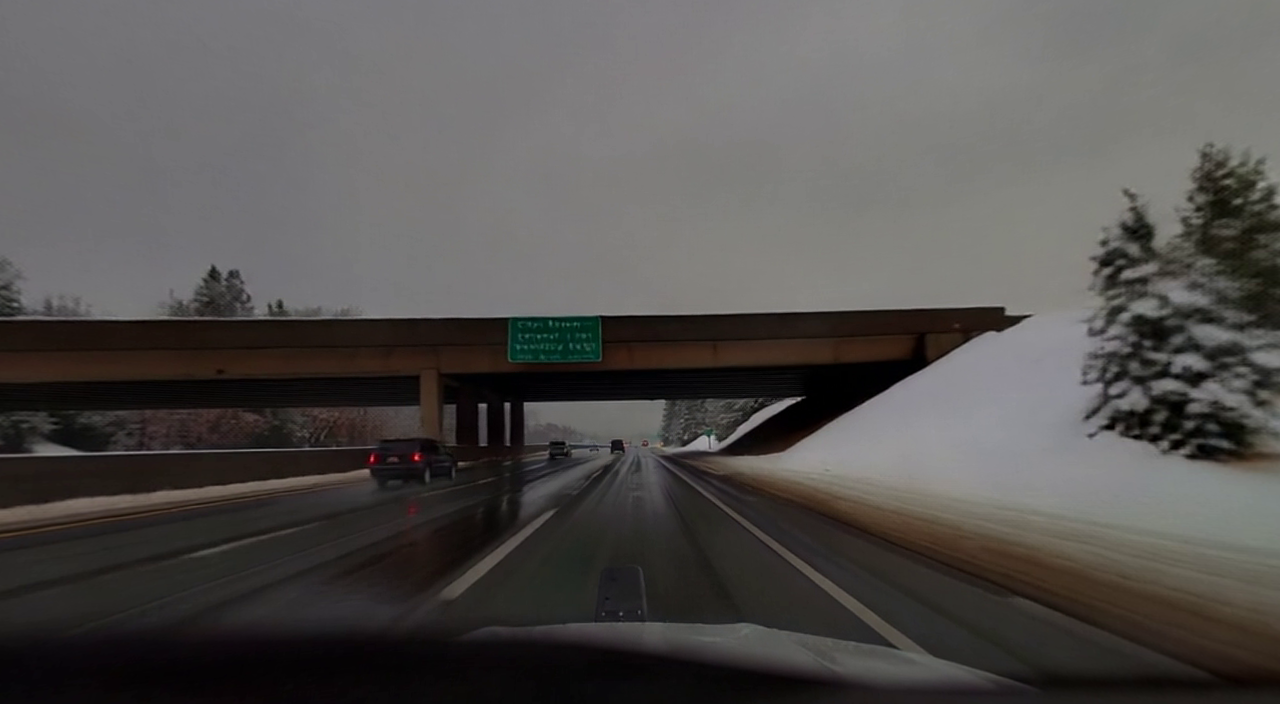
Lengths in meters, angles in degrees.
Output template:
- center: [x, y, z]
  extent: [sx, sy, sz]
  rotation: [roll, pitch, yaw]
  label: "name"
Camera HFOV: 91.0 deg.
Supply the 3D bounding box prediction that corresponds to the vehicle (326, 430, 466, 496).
- center: [-7.107, 3.286, 19.117]
  extent: [2.169, 1.701, 5.113]
  rotation: [0, -8, 0]
  label: "vehicle"
